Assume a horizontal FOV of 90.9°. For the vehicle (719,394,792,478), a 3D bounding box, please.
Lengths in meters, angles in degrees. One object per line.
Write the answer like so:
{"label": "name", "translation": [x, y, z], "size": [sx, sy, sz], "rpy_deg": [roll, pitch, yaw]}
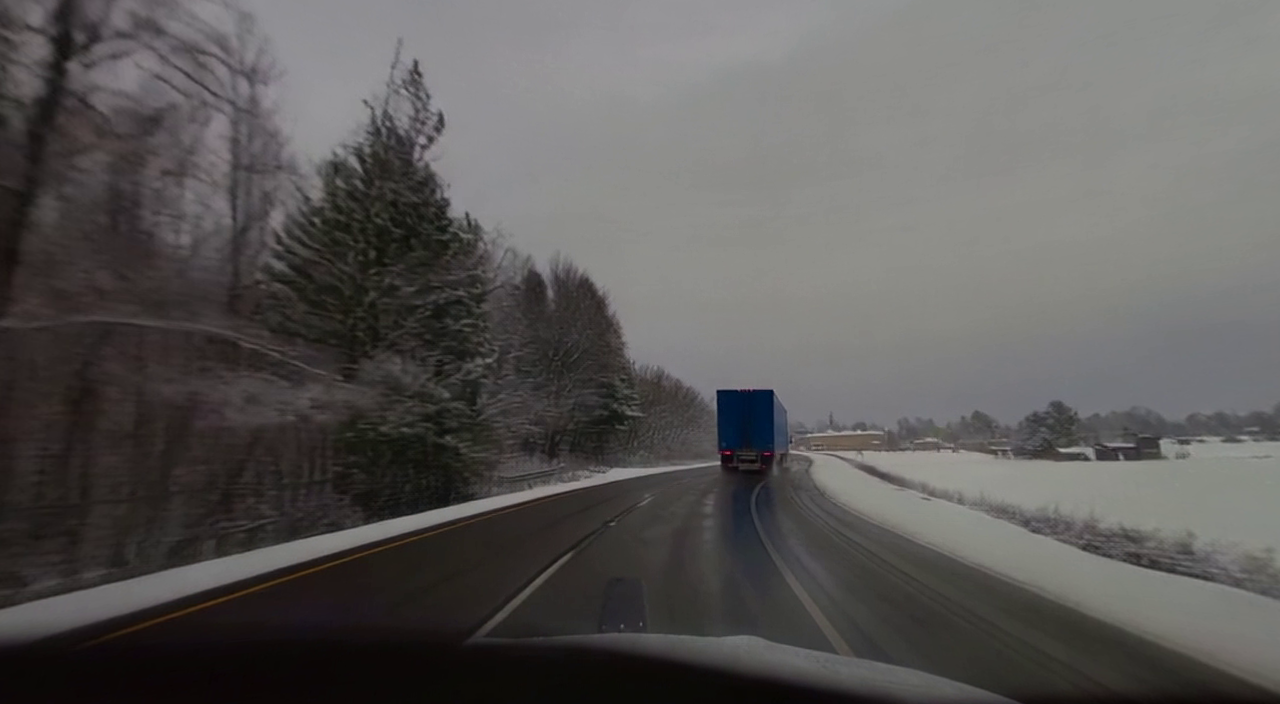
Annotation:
{"label": "vehicle", "translation": [7.447, 5.306, 38.704], "size": [3.087, 4.178, 13.682], "rpy_deg": [-3, -9, 15]}
